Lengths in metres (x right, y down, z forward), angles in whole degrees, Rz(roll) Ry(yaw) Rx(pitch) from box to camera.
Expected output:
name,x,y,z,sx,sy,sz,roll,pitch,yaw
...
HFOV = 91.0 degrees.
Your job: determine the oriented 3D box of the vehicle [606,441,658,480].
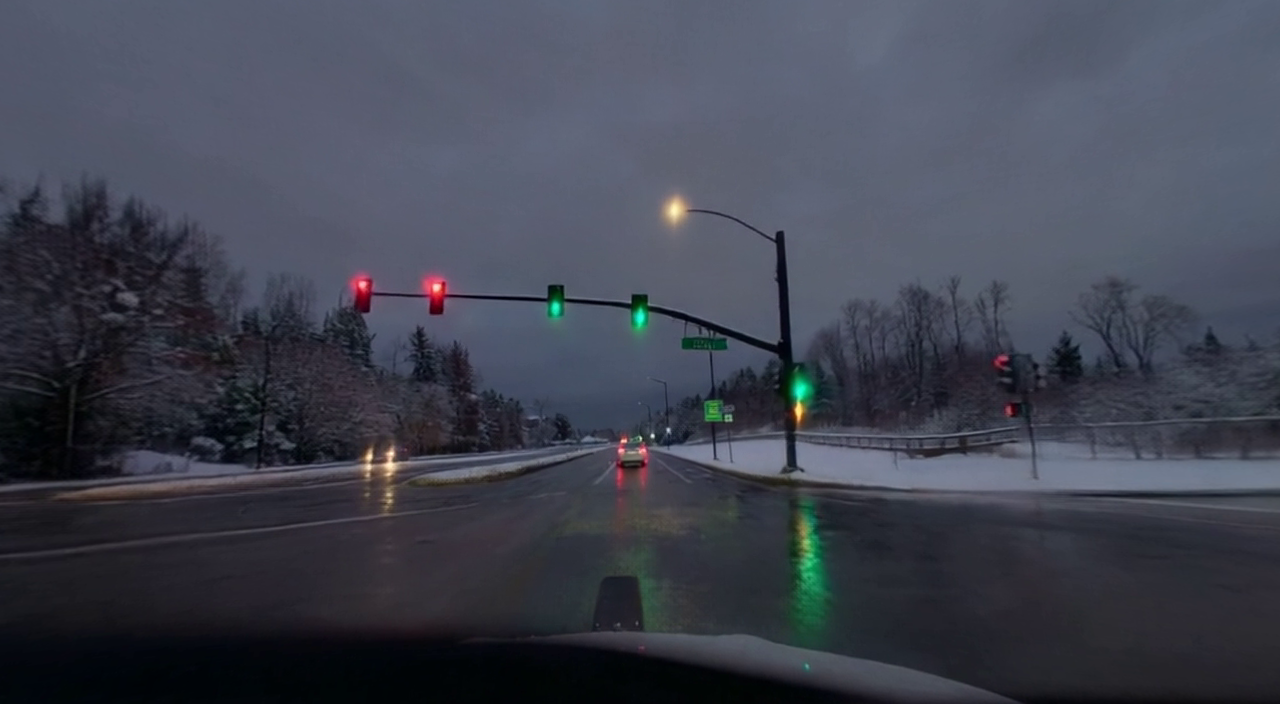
name,x,y,z,sx,sy,sz,roll,pitch,yaw
vehicle,-0.301,4.356,25.527,1.954,1.469,3.465,0,-8,0
